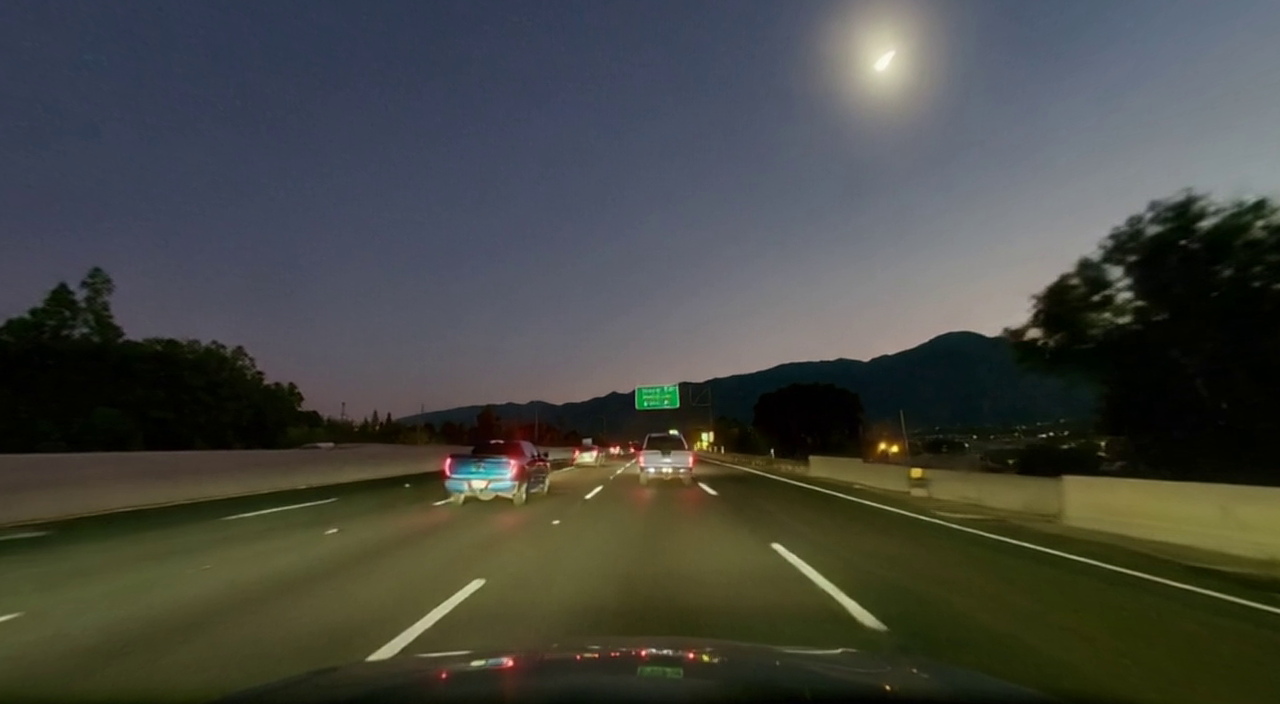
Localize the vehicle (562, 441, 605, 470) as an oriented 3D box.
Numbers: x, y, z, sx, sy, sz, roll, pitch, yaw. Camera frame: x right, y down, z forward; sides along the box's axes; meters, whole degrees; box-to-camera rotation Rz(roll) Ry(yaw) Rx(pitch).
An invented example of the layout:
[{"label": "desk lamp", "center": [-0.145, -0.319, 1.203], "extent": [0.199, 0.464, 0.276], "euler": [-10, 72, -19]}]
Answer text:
[{"label": "vehicle", "center": [-3.314, 6.186, 37.855], "extent": [2.106, 1.651, 4.040], "euler": [-1, -9, 2]}]

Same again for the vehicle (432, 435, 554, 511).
[{"label": "vehicle", "center": [-3.428, 2.906, 15.579], "extent": [1.959, 1.604, 4.065], "euler": [-1, -9, 1]}]

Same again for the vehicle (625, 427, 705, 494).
[{"label": "vehicle", "center": [0.746, 3.449, 20.421], "extent": [2.229, 1.837, 5.387], "euler": [-1, -9, 1]}]
